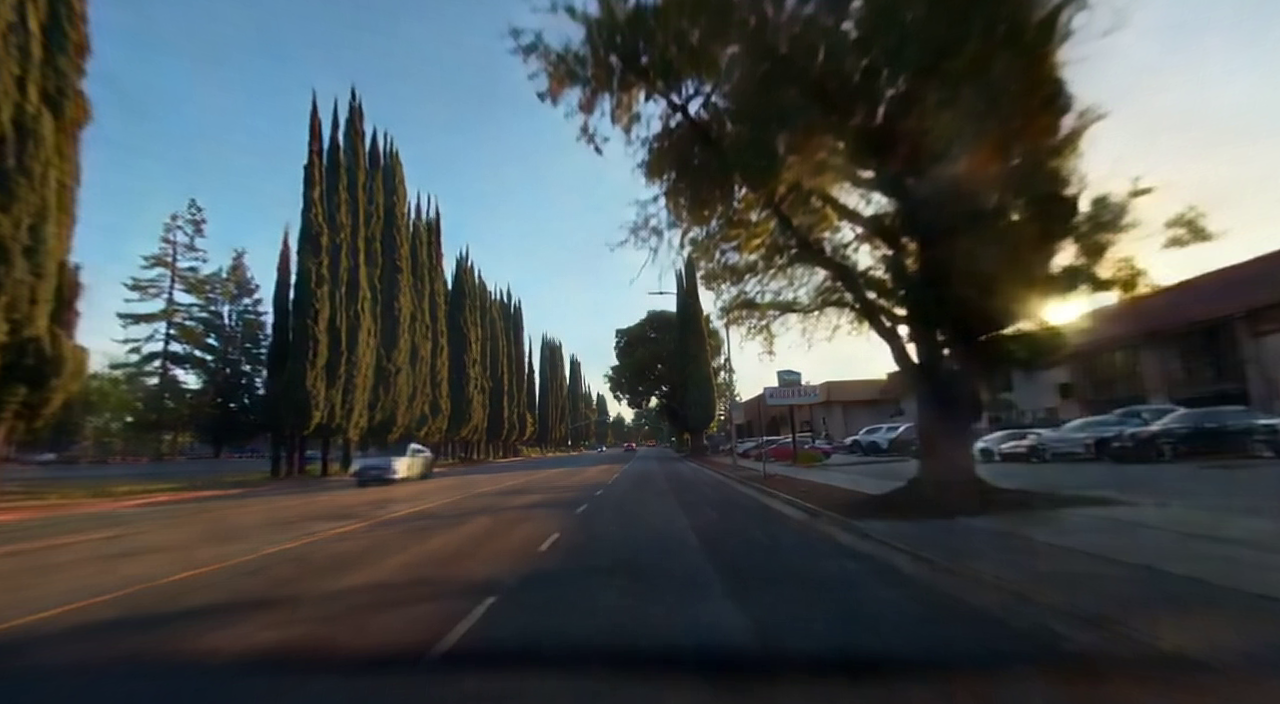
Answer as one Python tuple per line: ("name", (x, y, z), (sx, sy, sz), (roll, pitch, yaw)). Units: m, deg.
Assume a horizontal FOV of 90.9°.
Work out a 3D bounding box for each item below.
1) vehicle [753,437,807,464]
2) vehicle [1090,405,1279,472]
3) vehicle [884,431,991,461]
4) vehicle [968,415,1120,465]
("vehicle", (8.228, 5.865, 37.479), (2.056, 1.449, 4.679), (-1, -8, -1))
("vehicle", (15.314, 2.314, 16.925), (4.952, 1.486, 2.011), (-9, -10, 30))
("vehicle", (14.941, 4.729, 31.739), (4.631, 1.384, 1.906), (-5, -10, 32))
("vehicle", (14.750, 3.290, 23.168), (4.387, 1.532, 1.930), (-9, -12, 34))
